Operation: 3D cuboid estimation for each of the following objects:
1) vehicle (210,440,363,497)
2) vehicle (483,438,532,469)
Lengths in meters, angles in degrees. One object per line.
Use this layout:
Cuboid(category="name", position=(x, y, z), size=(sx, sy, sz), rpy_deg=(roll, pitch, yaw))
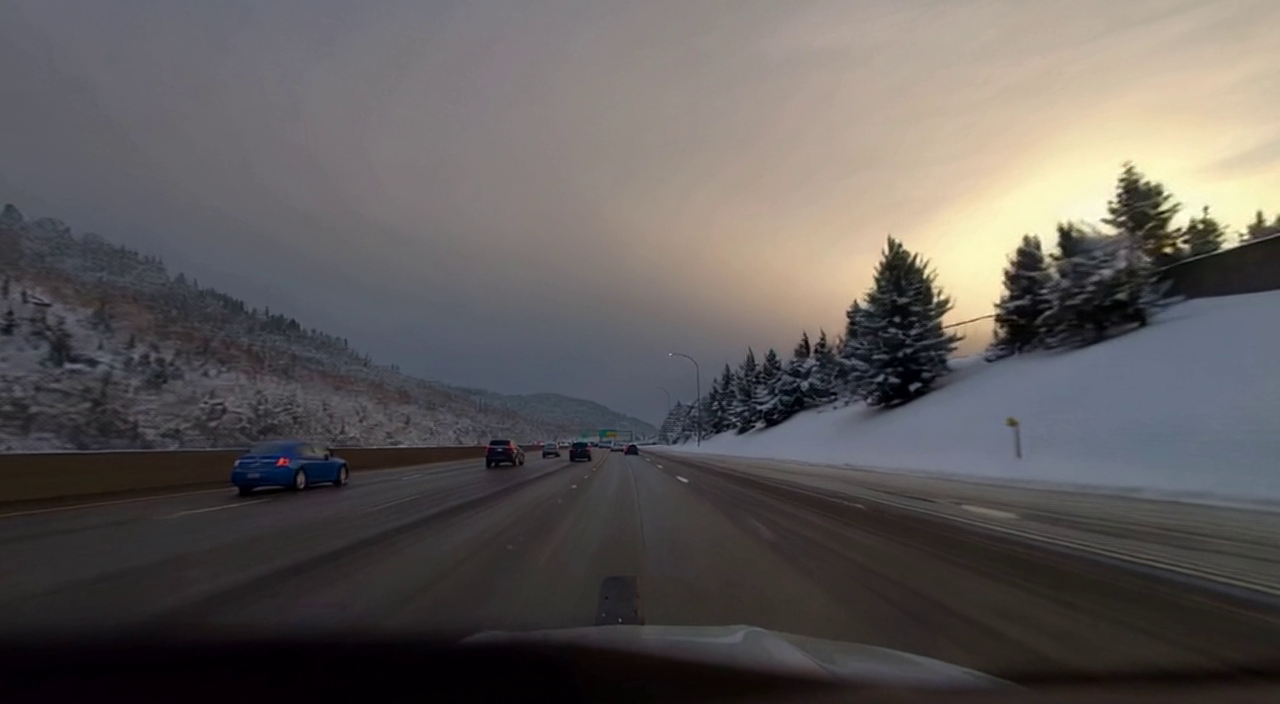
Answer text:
Cuboid(category="vehicle", position=(-10.401, 3.444, 19.112), size=(1.949, 1.475, 4.740), rpy_deg=(0, -9, -1))
Cuboid(category="vehicle", position=(-8.015, 6.224, 38.765), size=(2.074, 1.768, 4.805), rpy_deg=(0, -9, -2))
